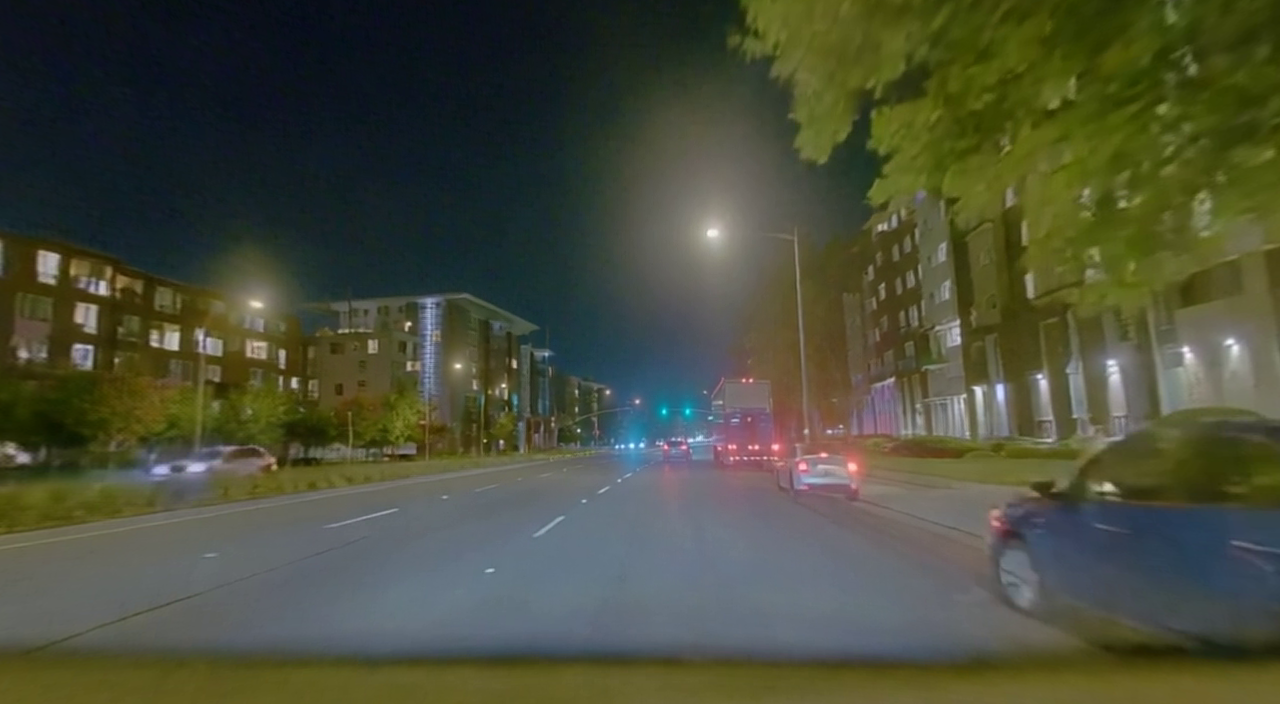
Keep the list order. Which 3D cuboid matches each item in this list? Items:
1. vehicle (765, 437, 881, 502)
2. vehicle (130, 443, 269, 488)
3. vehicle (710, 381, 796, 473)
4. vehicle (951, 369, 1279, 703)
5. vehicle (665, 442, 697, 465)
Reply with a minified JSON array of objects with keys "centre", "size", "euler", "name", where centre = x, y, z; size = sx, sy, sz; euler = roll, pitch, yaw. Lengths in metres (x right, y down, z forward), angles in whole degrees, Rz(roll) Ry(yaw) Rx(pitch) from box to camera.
[{"centre":[4.614,3.012,16.660],"size":[1.884,1.472,4.650],"euler":[-1,-8,3],"name":"vehicle"},{"centre":[-16.255,4.184,23.601],"size":[1.849,1.488,4.394],"euler":[-1,-8,4],"name":"vehicle"},{"centre":[5.622,4.246,34.123],"size":[3.157,3.982,13.307],"euler":[-1,-8,4],"name":"vehicle"},{"centre":[3.739,0.968,3.044],"size":[2.121,1.659,4.675],"euler":[0,-8,1],"name":"vehicle"},{"centre":[2.673,6.430,40.257],"size":[1.871,1.370,4.206],"euler":[-1,-8,6],"name":"vehicle"}]
